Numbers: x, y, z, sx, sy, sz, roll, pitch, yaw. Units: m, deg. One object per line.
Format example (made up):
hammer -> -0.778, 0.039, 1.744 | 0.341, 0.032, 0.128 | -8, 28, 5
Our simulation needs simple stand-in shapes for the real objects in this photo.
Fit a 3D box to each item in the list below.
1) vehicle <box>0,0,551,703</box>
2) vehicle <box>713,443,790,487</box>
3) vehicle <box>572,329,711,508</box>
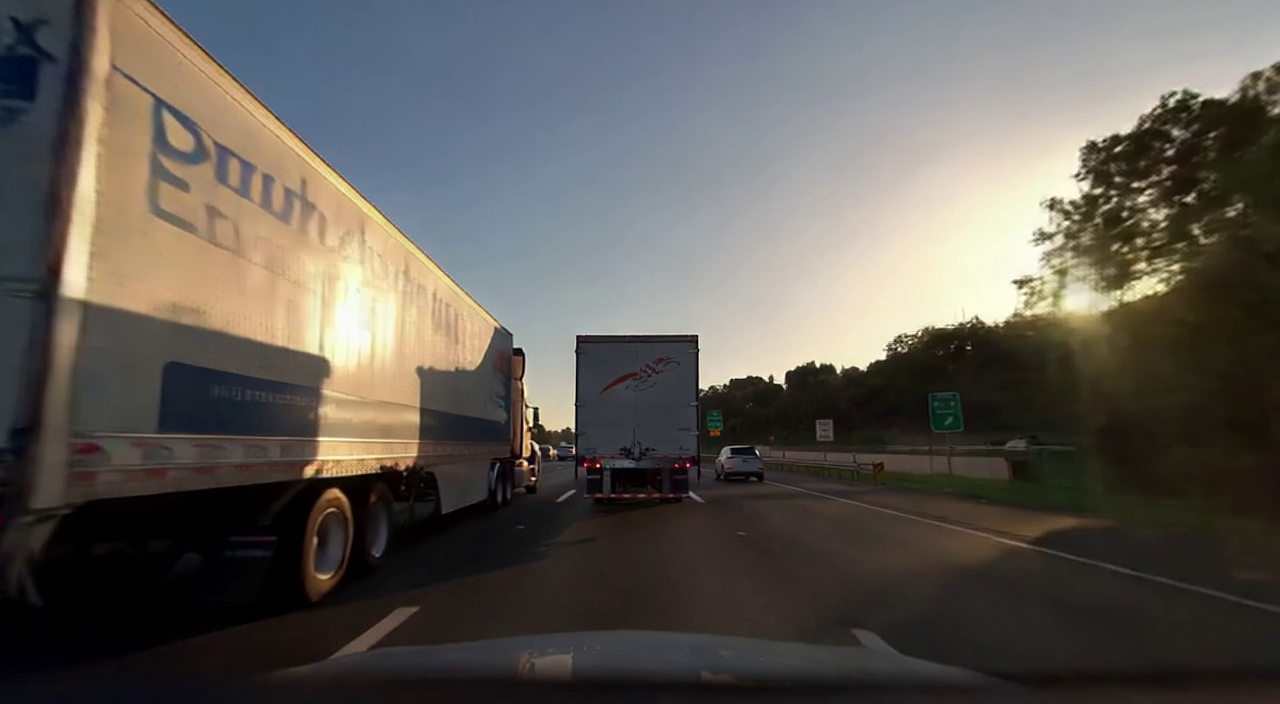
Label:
vehicle -> -4.098, 0.872, 10.647 | 2.873, 4.107, 15.970 | 0, -9, 0
vehicle -> 4.040, 4.151, 23.594 | 2.010, 1.446, 4.579 | 0, -9, 0
vehicle -> -0.008, 2.120, 18.405 | 2.910, 3.828, 9.805 | 0, -9, 0
